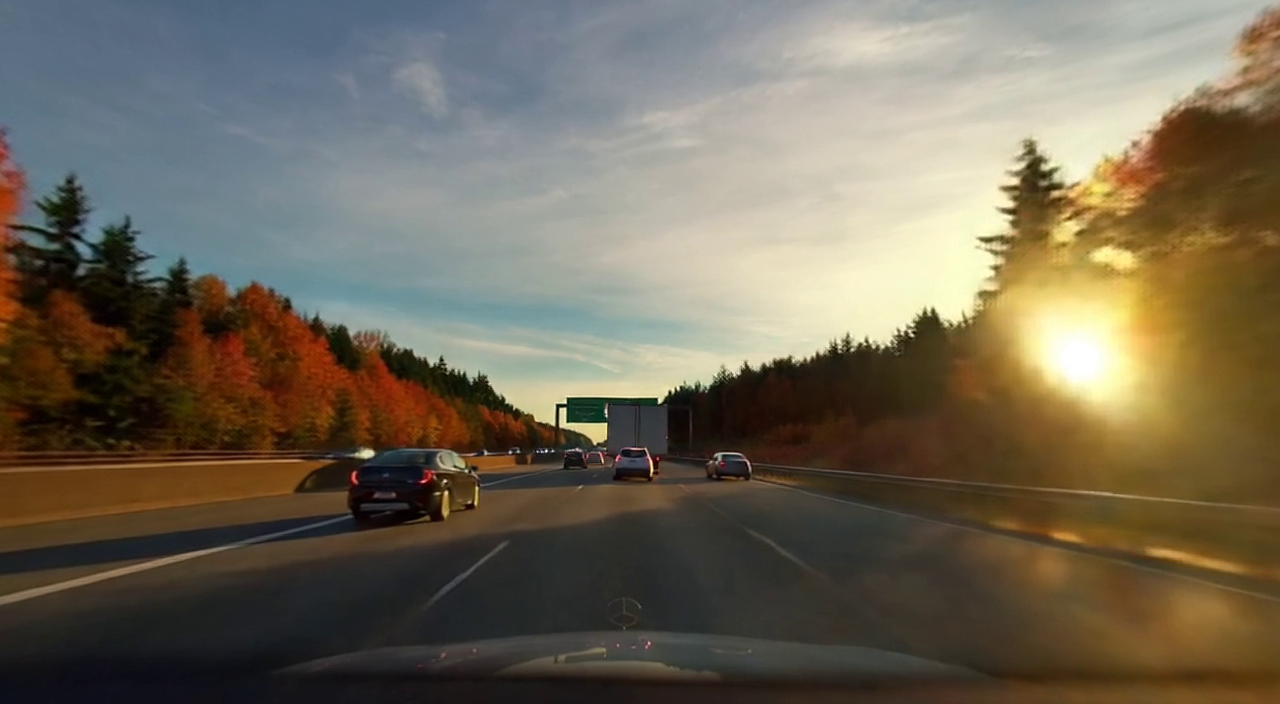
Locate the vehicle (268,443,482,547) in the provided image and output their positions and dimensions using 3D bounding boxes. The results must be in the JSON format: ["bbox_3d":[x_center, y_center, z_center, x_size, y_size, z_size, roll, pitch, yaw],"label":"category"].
[{"bbox_3d":[-4.360,2.389,11.159,2.017,1.469,4.113,0,-9,0],"label":"vehicle"}]

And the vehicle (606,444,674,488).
[{"bbox_3d":[-0.041,4.776,26.547,2.634,1.679,4.070,0,-9,-1],"label":"vehicle"}]

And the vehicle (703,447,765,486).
[{"bbox_3d":[4.098,5.060,28.019,2.035,1.571,4.413,0,-9,-1],"label":"vehicle"}]

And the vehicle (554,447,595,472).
[{"bbox_3d":[-4.701,7.745,45.425,2.545,1.679,4.267,0,-9,0],"label":"vehicle"}]
